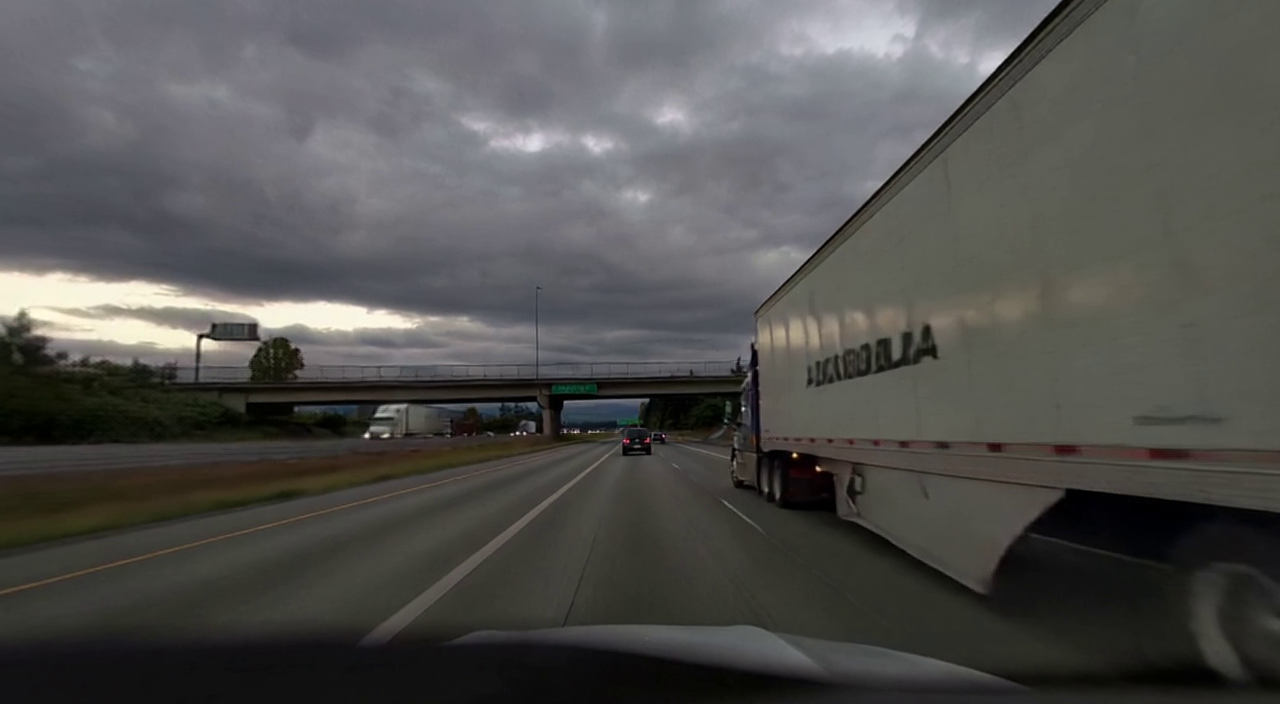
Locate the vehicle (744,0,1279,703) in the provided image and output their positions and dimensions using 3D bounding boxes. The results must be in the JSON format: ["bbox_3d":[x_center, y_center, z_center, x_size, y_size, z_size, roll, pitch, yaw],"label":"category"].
[{"bbox_3d":[3.961,0.265,6.835,2.987,4.021,14.105,0,-8,-1],"label":"vehicle"}]

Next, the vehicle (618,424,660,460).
[{"bbox_3d":[-0.104,5.189,36.545,2.277,1.913,4.510,0,-8,-1],"label":"vehicle"}]
